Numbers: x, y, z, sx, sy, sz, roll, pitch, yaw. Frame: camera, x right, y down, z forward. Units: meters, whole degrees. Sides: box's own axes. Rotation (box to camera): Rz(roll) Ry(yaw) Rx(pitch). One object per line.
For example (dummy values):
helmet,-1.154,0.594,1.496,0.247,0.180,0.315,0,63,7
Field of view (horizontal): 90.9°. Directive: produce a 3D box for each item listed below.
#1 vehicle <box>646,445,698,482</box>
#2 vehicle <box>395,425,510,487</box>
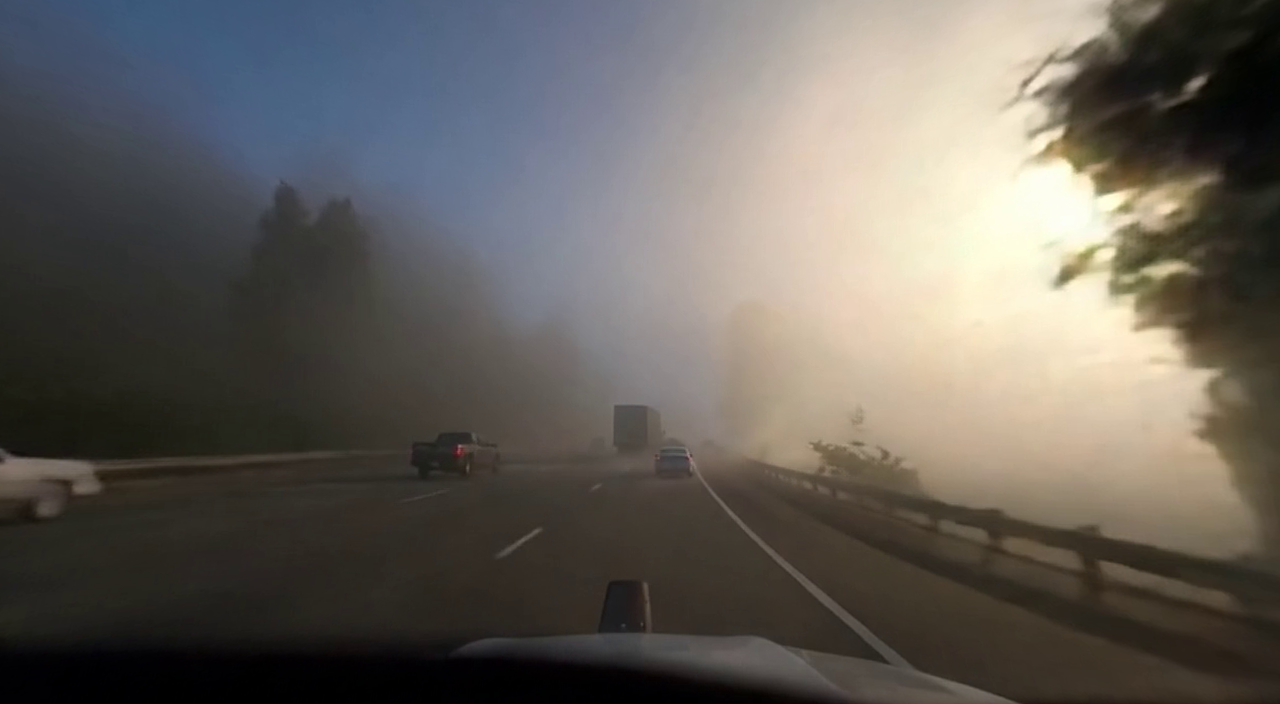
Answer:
vehicle,1.328,4.505,25.779,1.984,1.365,3.767,1,-8,4
vehicle,-6.221,3.519,21.695,2.142,1.833,4.854,1,-8,4
